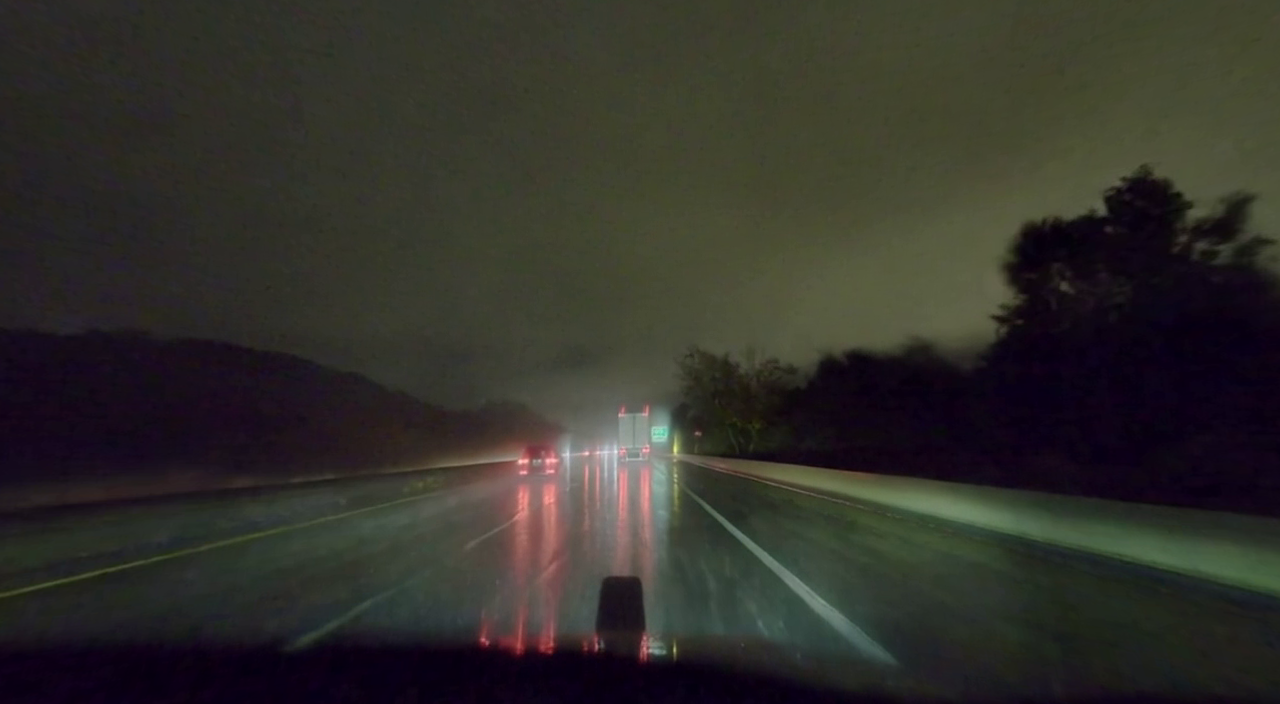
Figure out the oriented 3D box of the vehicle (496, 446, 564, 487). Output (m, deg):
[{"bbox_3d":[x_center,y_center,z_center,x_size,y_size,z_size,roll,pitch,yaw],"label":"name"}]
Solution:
[{"bbox_3d":[-4.353,4.605,25.623,1.978,1.507,4.062,0,-9,1],"label":"vehicle"}]
